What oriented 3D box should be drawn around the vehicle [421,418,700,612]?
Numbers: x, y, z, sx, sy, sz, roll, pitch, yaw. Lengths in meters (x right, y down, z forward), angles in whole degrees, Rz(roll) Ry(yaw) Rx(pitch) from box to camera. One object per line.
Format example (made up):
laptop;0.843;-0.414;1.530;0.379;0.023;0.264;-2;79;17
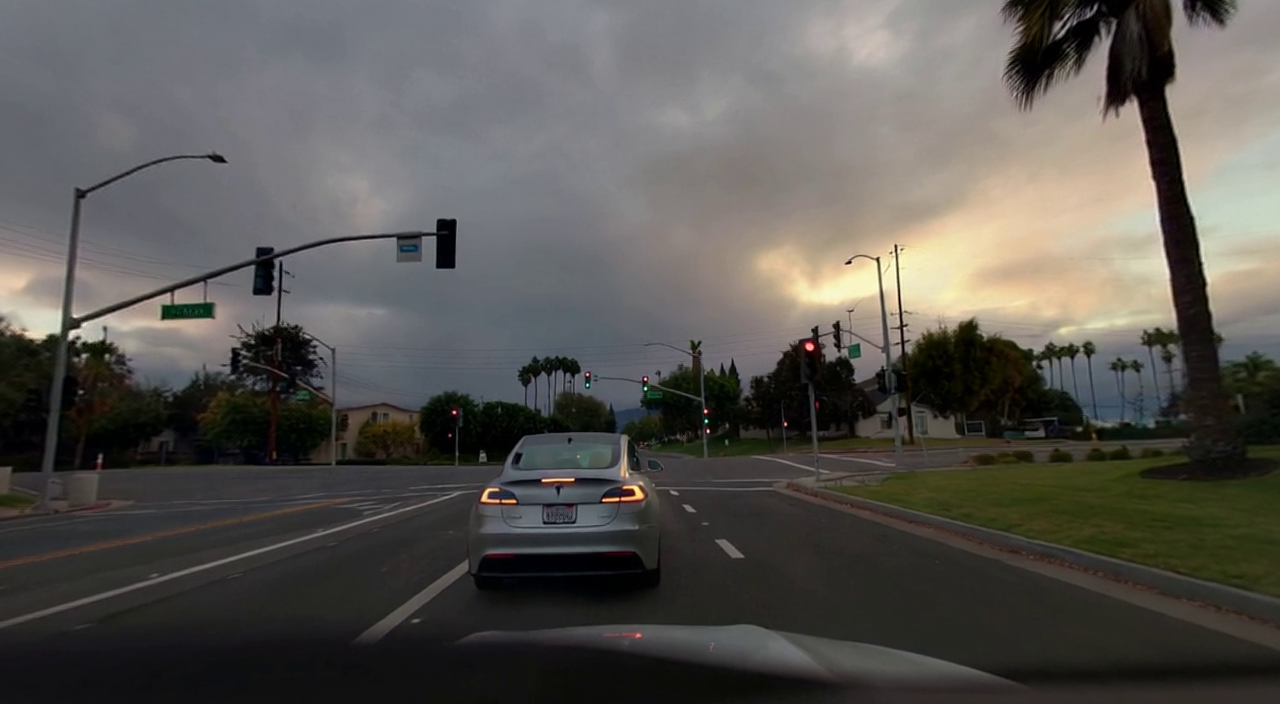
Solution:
vehicle;-0.629;1.578;7.080;2.152;1.478;4.229;0;-8;0
